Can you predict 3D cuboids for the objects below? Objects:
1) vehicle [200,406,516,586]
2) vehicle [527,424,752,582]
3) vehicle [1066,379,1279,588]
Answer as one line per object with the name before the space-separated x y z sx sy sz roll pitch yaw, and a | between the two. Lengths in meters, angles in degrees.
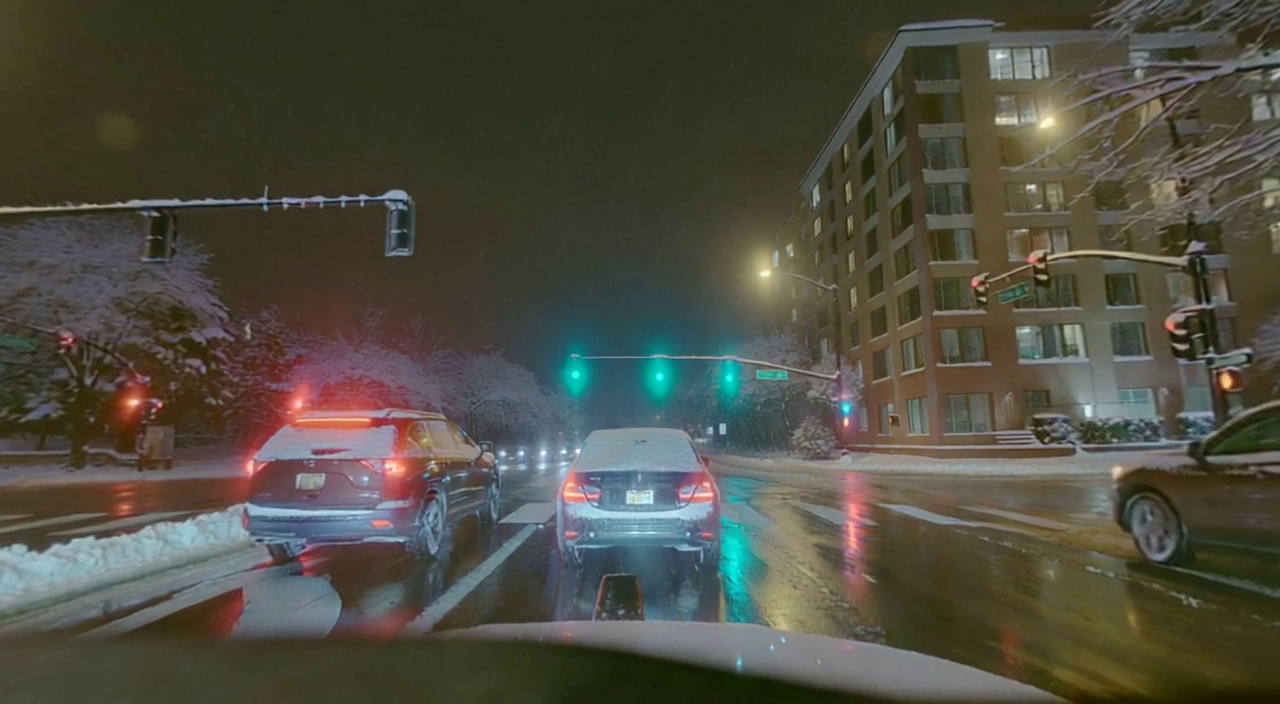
vehicle | -3.167 1.717 8.387 2.081 1.719 4.434 0 -8 1
vehicle | 0.016 1.765 8.157 2.190 1.522 3.850 0 -8 1
vehicle | 6.715 1.181 5.685 2.079 1.828 5.323 0 -8 1
